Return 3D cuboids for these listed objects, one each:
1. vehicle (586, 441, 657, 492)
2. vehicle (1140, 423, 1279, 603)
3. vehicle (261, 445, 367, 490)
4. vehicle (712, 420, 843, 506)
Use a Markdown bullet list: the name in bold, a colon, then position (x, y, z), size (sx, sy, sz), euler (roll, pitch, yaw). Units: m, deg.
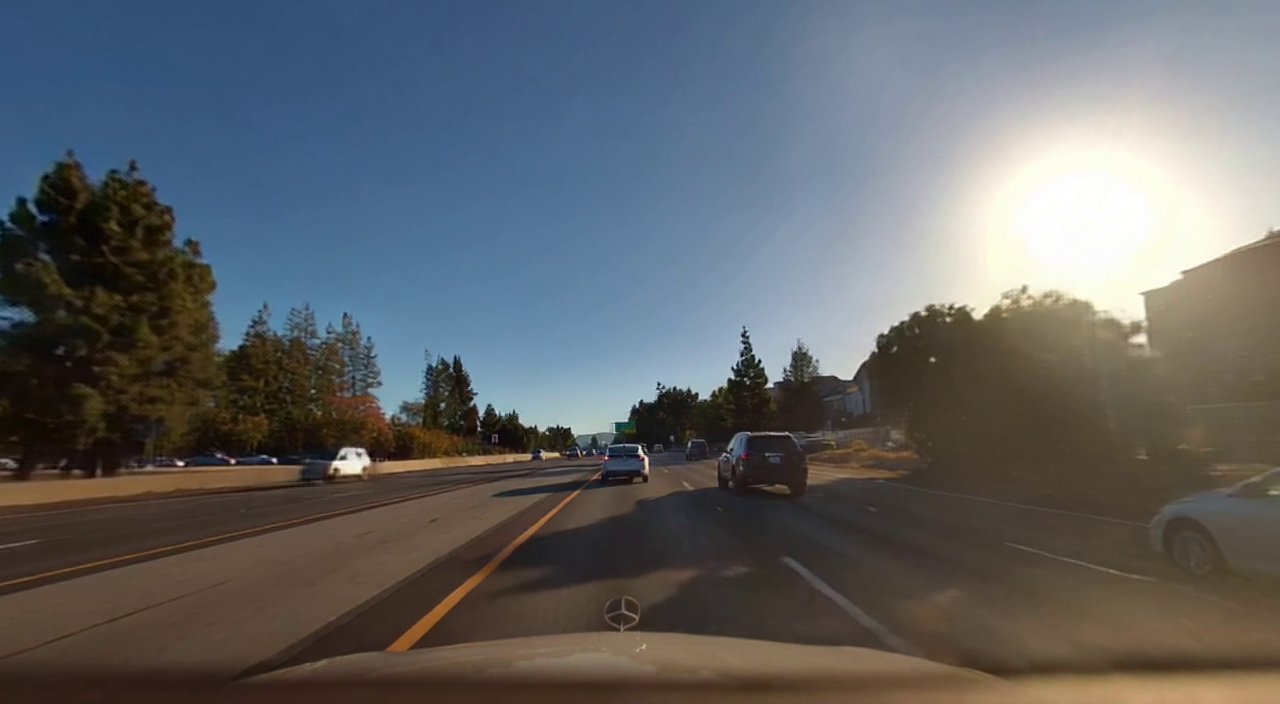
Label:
- **vehicle**: position (-0.553, 3.606, 20.266), size (2.040, 1.451, 3.736), euler (0, -8, 0)
- **vehicle**: position (6.505, 1.177, 4.219), size (2.434, 1.467, 4.726), euler (0, -8, -1)
- **vehicle**: position (-14.533, 5.139, 28.582), size (2.178, 1.793, 4.921), euler (0, -8, 0)
- **vehicle**: position (3.266, 2.765, 16.149), size (2.186, 1.842, 4.553), euler (0, -8, -2)
